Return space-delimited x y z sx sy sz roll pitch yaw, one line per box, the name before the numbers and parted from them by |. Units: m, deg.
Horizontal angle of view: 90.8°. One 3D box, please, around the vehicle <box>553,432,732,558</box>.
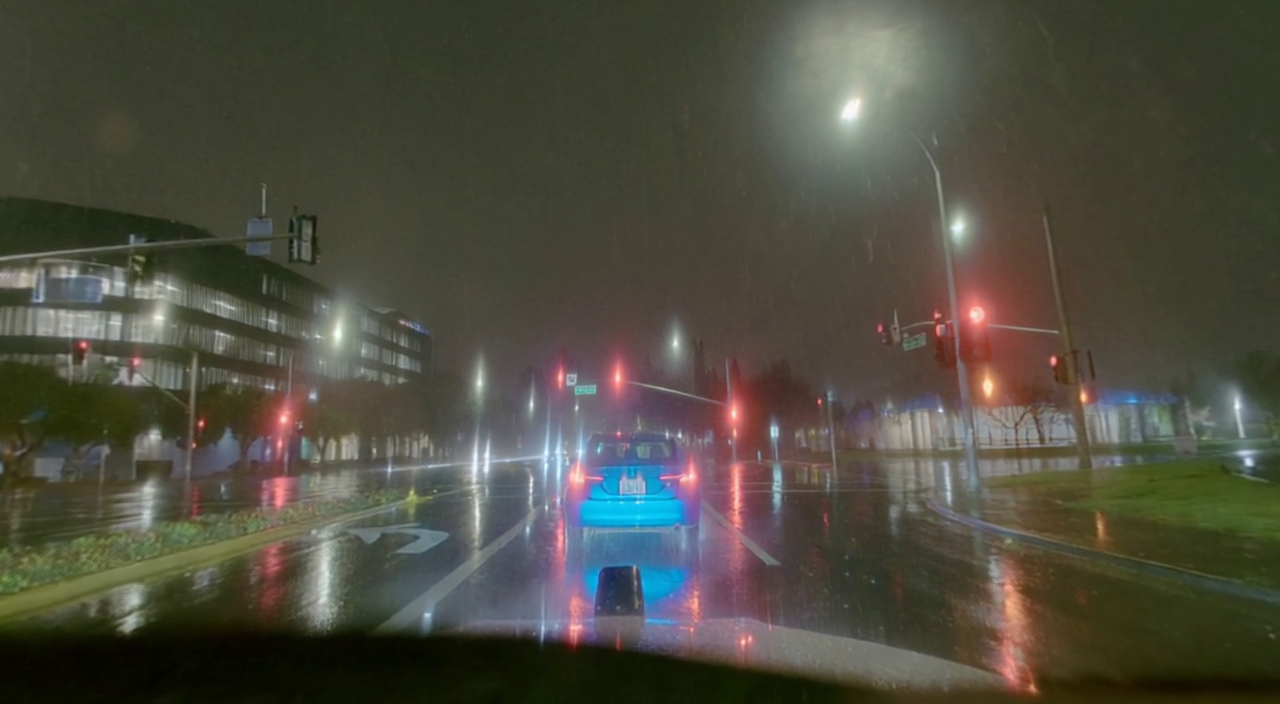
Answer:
vehicle | 0.003 1.998 9.513 2.107 1.470 3.974 0 -9 -1
